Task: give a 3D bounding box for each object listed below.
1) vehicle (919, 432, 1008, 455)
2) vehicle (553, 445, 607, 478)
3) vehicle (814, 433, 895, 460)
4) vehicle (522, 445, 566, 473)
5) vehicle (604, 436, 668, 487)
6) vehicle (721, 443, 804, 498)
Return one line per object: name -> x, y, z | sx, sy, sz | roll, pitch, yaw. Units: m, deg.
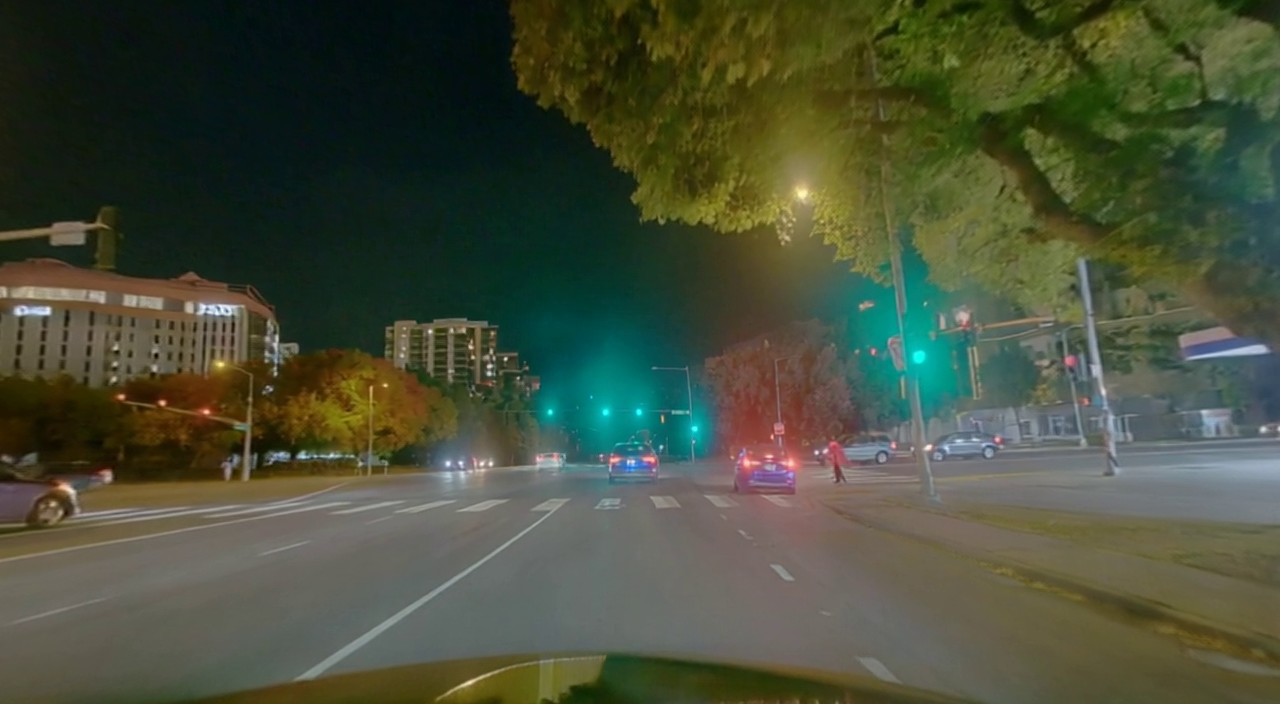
vehicle -> 20.726, 5.875, 40.602 | 4.700, 1.417, 1.789 | 0, -8, 2
vehicle -> -2.855, 5.333, 30.998 | 2.003, 1.492, 4.291 | -1, -8, 3
vehicle -> 13.845, 6.109, 40.883 | 4.524, 1.681, 1.823 | 0, -8, -1
vehicle -> -6.129, 6.882, 40.783 | 2.018, 1.692, 4.226 | -1, -8, 2
vehicle -> -0.083, 4.111, 24.060 | 2.210, 1.722, 4.215 | 0, -8, 2
vehicle -> 3.882, 3.540, 19.437 | 1.976, 1.462, 4.342 | -3, -9, 18
